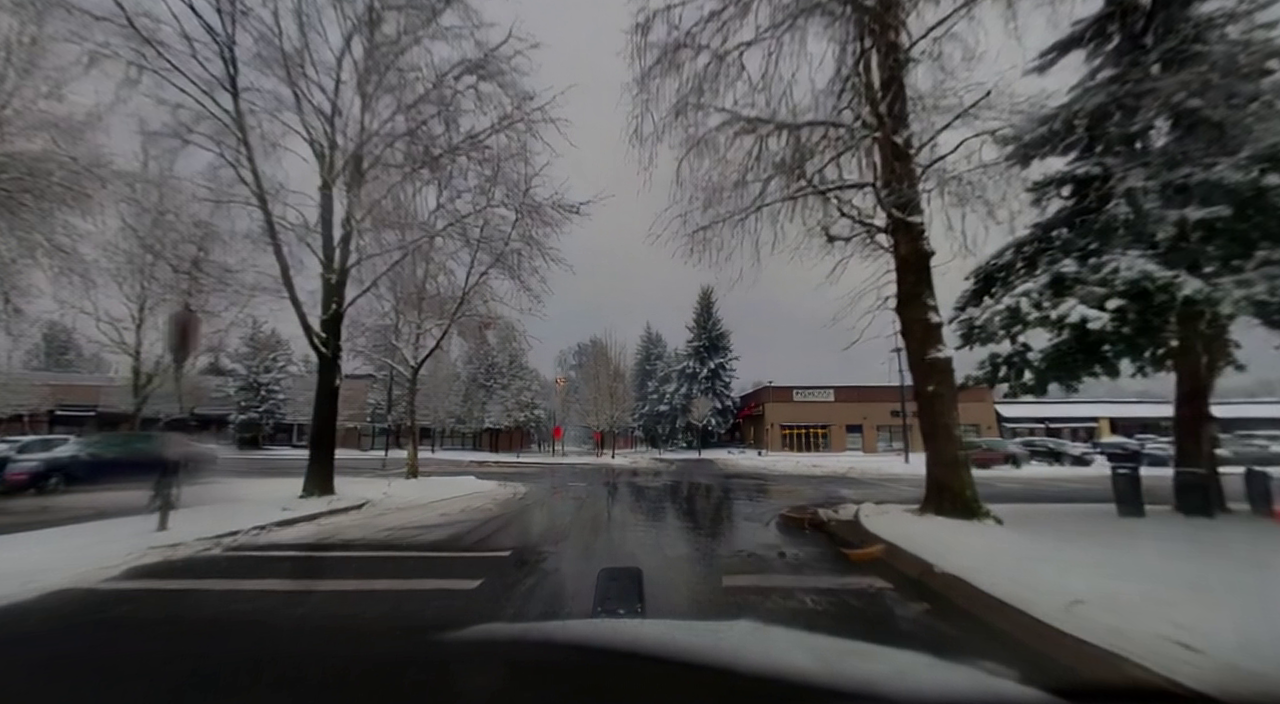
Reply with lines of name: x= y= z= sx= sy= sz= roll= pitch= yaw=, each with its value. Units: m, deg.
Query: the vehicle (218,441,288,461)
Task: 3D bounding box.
vehicle: x=-29.912 y=7.637 z=48.862 sx=4.431 sy=1.449 sz=1.808 roll=5 pitch=-10 yaw=-32

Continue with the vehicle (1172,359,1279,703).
vehicle: x=5.861 y=0.791 z=2.326 sx=5.671 sy=1.718 sz=2.227 roll=0 pitch=-8 yaw=1

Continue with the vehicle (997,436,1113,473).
vehicle: x=18.543 y=4.589 z=28.542 sx=1.804 sy=1.502 sz=4.815 roll=0 pitch=-8 yaw=-2

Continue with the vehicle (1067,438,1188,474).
vehicle: x=21.524 y=4.602 z=28.155 sx=1.861 sy=1.460 sz=4.329 roll=0 pitch=-8 yaw=-1

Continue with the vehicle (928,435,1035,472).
vehicle: x=15.256 y=4.570 z=28.603 sx=2.140 sy=1.507 sz=4.856 roll=0 pitch=-8 yaw=0

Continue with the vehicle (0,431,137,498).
vehicle: x=-15.548 y=2.844 z=16.202 sx=3.775 sy=1.588 sz=2.000 roll=4 pitch=-9 yaw=-30
